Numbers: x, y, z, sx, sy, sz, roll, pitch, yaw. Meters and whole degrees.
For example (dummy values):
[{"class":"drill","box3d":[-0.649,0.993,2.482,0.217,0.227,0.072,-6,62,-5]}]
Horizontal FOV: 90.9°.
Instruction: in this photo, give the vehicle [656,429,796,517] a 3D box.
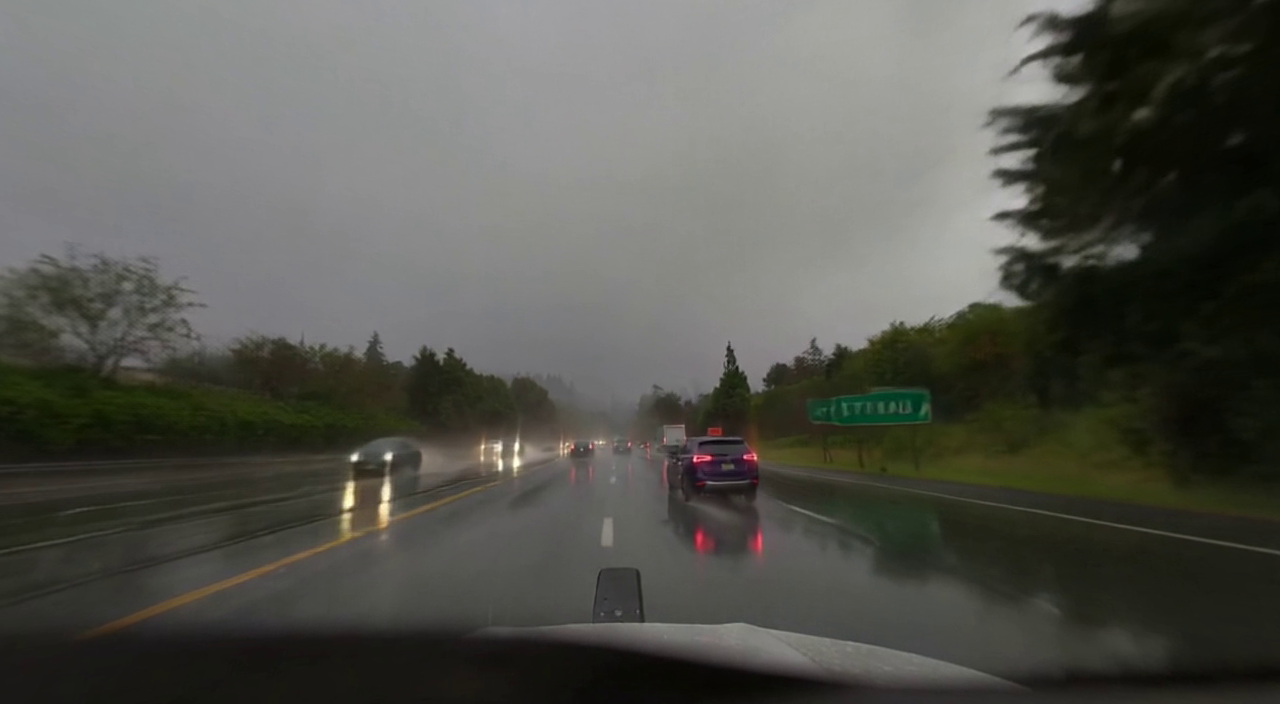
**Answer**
[{"class":"vehicle","box3d":[1.562,2.411,13.343,1.961,1.495,4.743,0,-8,-4]}]

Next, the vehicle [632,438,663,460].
[{"class":"vehicle","box3d":[0.521,7.119,46.557,1.995,1.556,3.893,0,-8,-4]}]

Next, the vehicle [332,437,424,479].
[{"class":"vehicle","box3d":[-10.844,4.382,26.512,2.017,1.576,4.657,0,-8,-2]}]

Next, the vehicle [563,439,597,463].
[{"class":"vehicle","box3d":[-3.972,6.597,42.380,2.055,1.466,4.317,0,-8,-3]}]
